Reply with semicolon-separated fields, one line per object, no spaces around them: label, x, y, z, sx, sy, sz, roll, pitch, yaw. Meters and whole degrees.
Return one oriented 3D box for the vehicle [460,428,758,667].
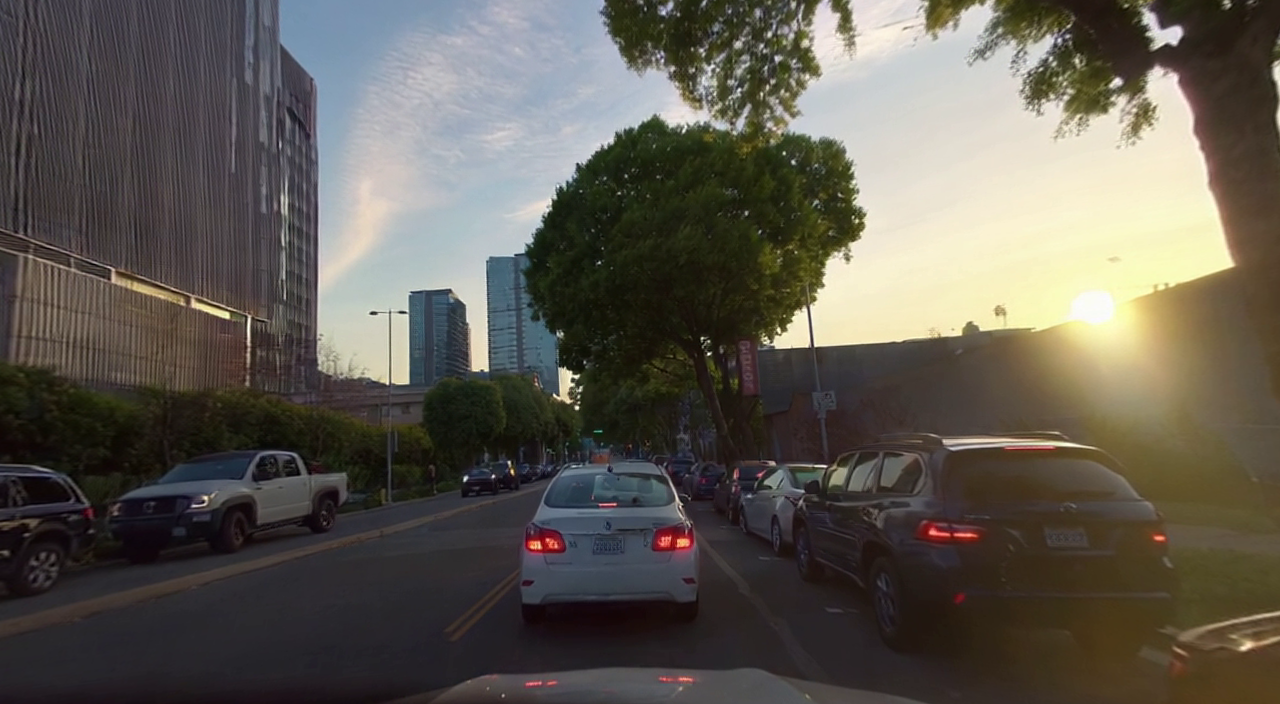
vehicle;-0.185;1.667;6.180;2.018;1.583;3.646;1;-10;1

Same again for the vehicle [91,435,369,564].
vehicle;-6.834;2.579;11.275;1.994;1.701;4.520;-3;-12;-1

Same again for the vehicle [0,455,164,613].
vehicle;-6.976;1.674;5.743;1.900;1.471;4.202;1;-10;0

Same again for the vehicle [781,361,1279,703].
vehicle;2.710;1.414;5.552;1.868;1.920;4.501;1;-10;0
